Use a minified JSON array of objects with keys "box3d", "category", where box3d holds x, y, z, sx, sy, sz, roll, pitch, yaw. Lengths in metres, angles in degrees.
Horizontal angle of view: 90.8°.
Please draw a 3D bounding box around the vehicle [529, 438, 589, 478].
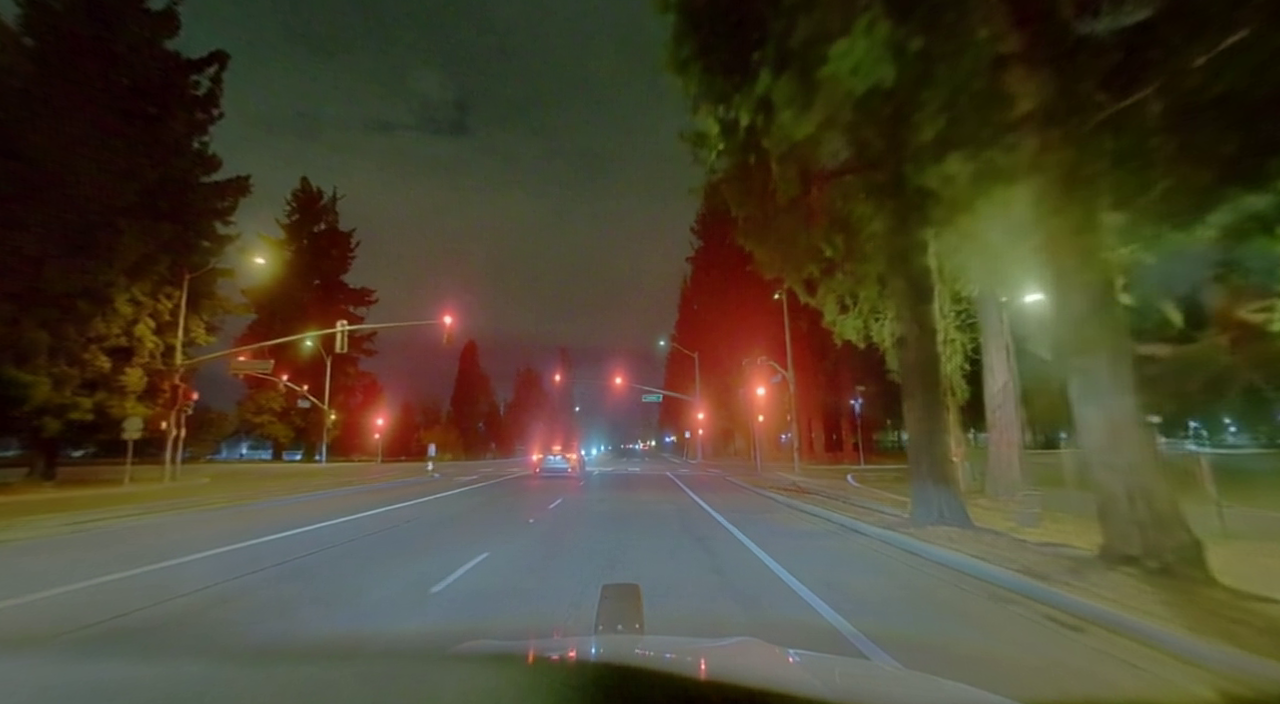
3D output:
[{"box3d":[-3.465,4.629,27.862,2.076,1.599,4.483,0,-9,0],"category":"vehicle"}]
